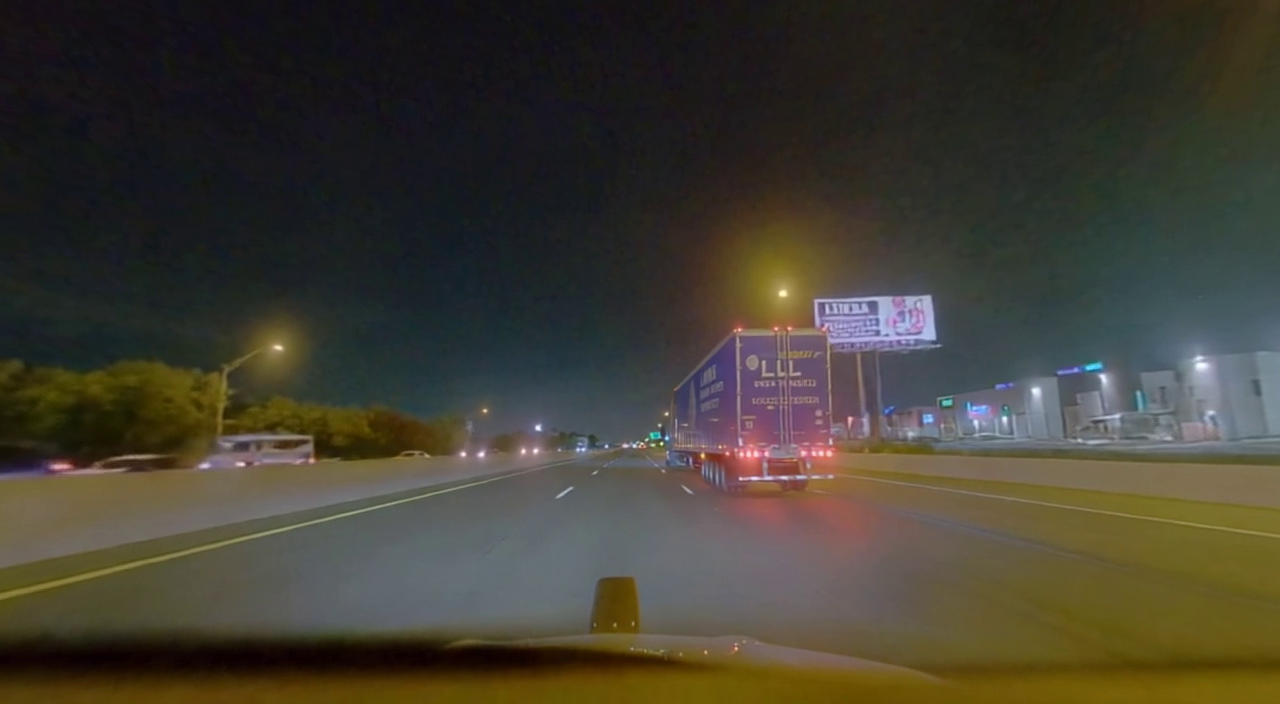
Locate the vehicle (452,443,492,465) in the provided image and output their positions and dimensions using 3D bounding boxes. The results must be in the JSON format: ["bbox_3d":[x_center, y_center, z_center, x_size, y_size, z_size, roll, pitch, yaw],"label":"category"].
[{"bbox_3d":[-11.486,6.974,43.386,1.806,1.408,3.416,0,-9,1],"label":"vehicle"}]

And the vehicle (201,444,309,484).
[{"bbox_3d":[-14.753,4.277,24.457,1.956,1.417,3.549,0,-9,-1],"label":"vehicle"}]

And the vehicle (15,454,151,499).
[{"bbox_3d":[-18.410,4.096,21.071,1.545,1.318,3.236,0,-9,0],"label":"vehicle"}]

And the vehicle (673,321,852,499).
[{"bbox_3d":[3.434,2.679,24.089,2.891,4.387,17.121,0,-9,-2],"label":"vehicle"}]
